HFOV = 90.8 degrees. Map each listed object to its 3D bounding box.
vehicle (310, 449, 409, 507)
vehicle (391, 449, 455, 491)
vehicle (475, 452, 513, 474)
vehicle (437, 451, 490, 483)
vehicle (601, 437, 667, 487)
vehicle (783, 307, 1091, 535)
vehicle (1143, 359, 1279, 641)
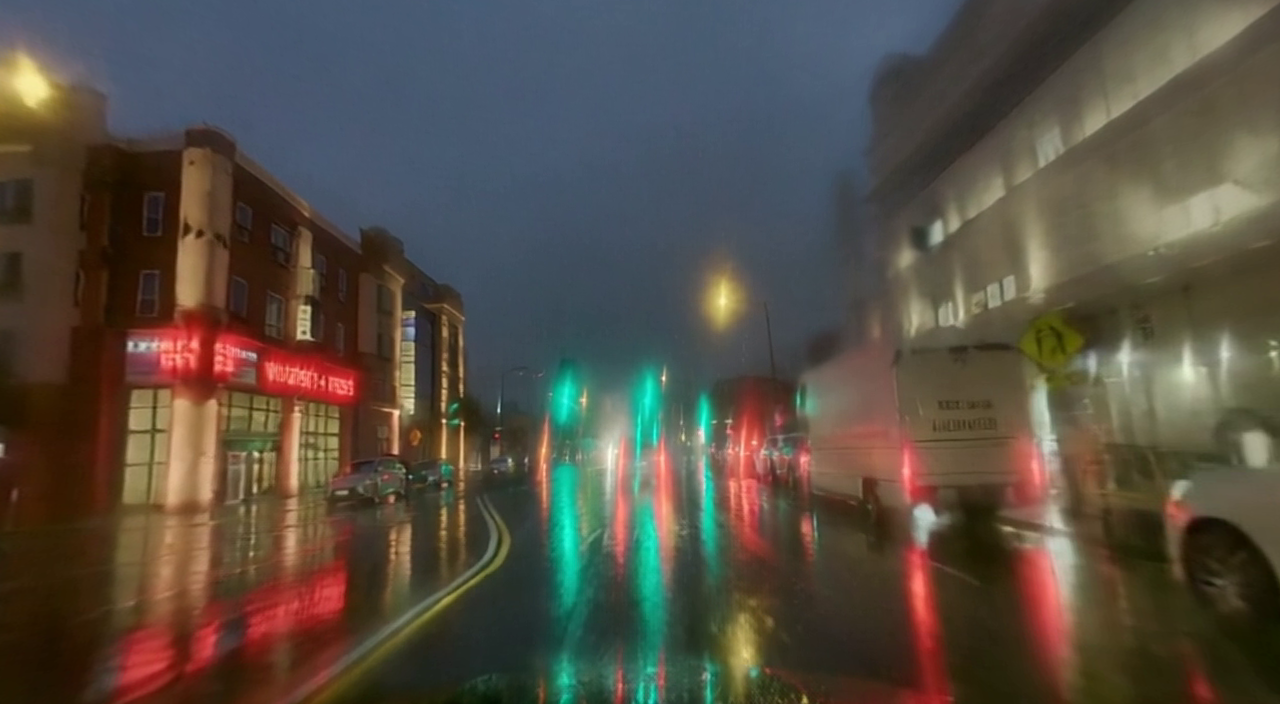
[{"bbox_3d":[-11.327,5.053,25.843,2.055,1.685,4.370,-5,-6,-1],"label":"vehicle"},{"bbox_3d":[-11.472,6.230,33.748,1.872,1.731,4.656,-4,-6,-2],"label":"vehicle"},{"bbox_3d":[-11.186,8.504,48.668,1.868,1.502,4.626,0,-8,-1],"label":"vehicle"},{"bbox_3d":[-11.190,7.305,40.361,1.920,1.498,4.591,-5,-6,2],"label":"vehicle"},{"bbox_3d":[-0.198,3.799,22.161,2.086,1.575,4.205,0,-8,0],"label":"vehicle"},{"bbox_3d":[5.428,1.570,13.548,2.893,3.553,7.295,0,-8,-1],"label":"vehicle"},{"bbox_3d":[5.585,0.741,2.491,2.367,1.917,5.810,0,-8,0],"label":"vehicle"}]
